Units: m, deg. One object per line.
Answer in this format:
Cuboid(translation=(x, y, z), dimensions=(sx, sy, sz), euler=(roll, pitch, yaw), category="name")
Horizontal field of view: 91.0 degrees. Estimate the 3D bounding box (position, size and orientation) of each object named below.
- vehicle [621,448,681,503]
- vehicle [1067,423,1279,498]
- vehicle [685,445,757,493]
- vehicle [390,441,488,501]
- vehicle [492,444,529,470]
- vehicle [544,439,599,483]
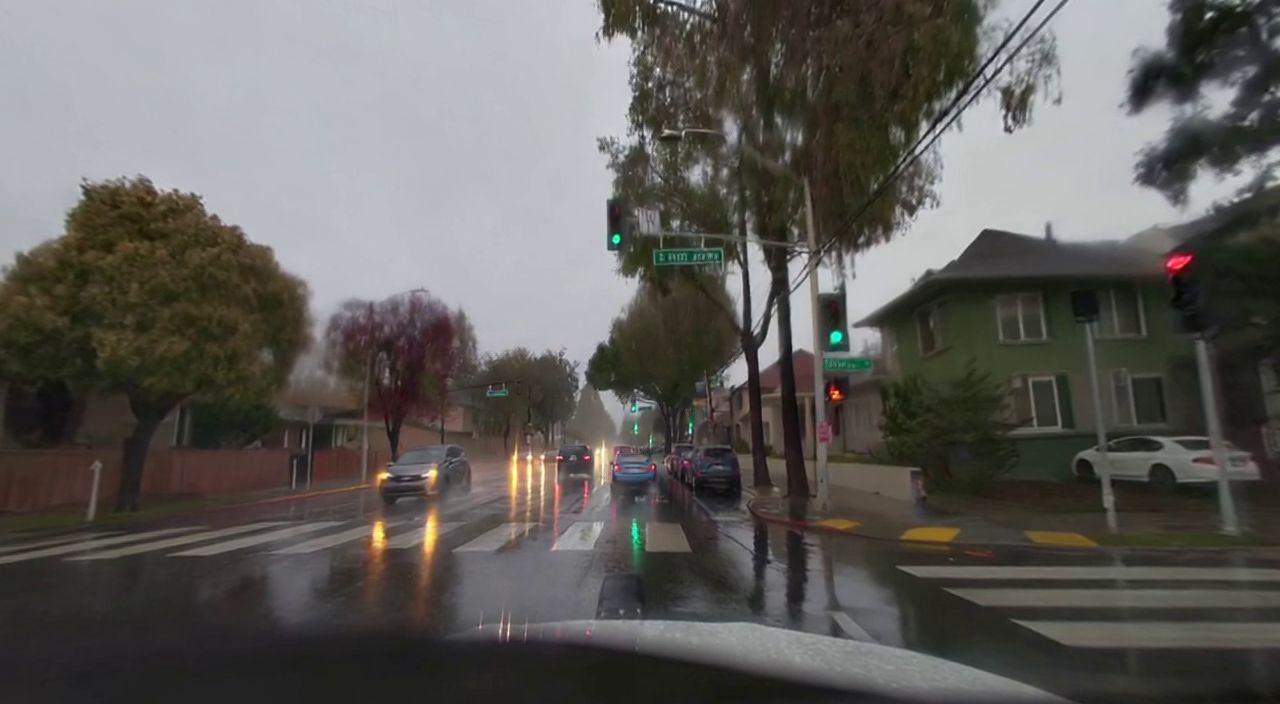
Cuboid(translation=(0.251, 3.534, 18.303), dimensions=(1.485, 1.385, 3.283), euler=(2, -9, -3), category="vehicle")
Cuboid(translation=(13.907, 2.770, 16.461), dimensions=(1.871, 1.651, 5.002), euler=(0, -8, -1), category="vehicle")
Cuboid(translation=(2.814, 4.173, 22.871), dimensions=(1.905, 1.589, 4.028), euler=(1, -8, -3), category="vehicle")
Cuboid(translation=(-6.230, 3.702, 20.032), dimensions=(1.976, 1.689, 4.071), euler=(1, -8, -3), category="vehicle")
Cuboid(translation=(-9.414, 7.660, 46.070), dimensions=(1.850, 1.720, 4.237), euler=(-2, -8, 0), category="vehicle")
Cuboid(translation=(-3.004, 4.875, 28.482), dimensions=(1.983, 1.841, 4.013), euler=(0, -8, 1), category="vehicle")
